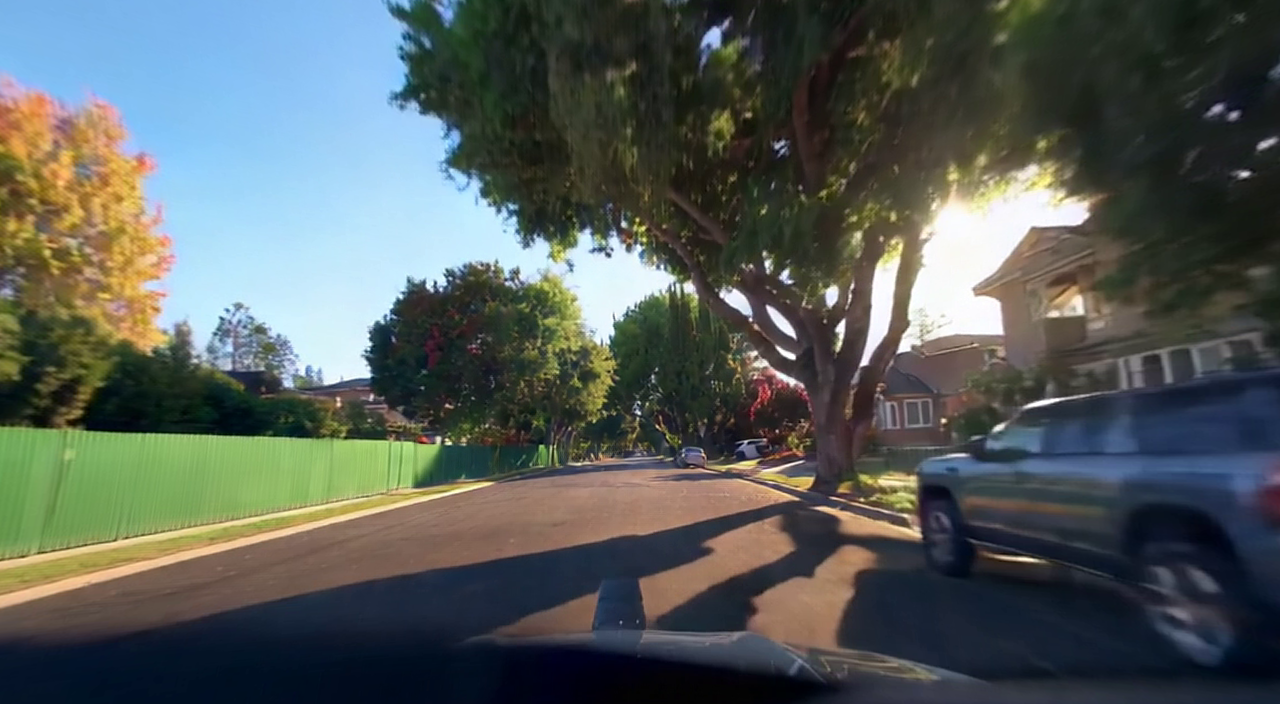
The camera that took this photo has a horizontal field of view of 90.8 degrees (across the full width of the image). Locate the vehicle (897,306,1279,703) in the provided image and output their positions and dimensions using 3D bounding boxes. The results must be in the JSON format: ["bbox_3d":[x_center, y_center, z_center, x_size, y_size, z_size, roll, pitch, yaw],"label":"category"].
[{"bbox_3d":[4.094,1.086,5.052,2.220,2.045,4.139,0,-8,-1],"label":"vehicle"}]

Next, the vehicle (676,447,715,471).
[{"bbox_3d":[3.776,7.393,43.899,2.051,1.524,5.047,0,-8,-2],"label":"vehicle"}]

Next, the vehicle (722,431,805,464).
[{"bbox_3d":[9.689,7.573,49.920,5.935,1.911,2.236,-6,-9,0],"label":"vehicle"}]
